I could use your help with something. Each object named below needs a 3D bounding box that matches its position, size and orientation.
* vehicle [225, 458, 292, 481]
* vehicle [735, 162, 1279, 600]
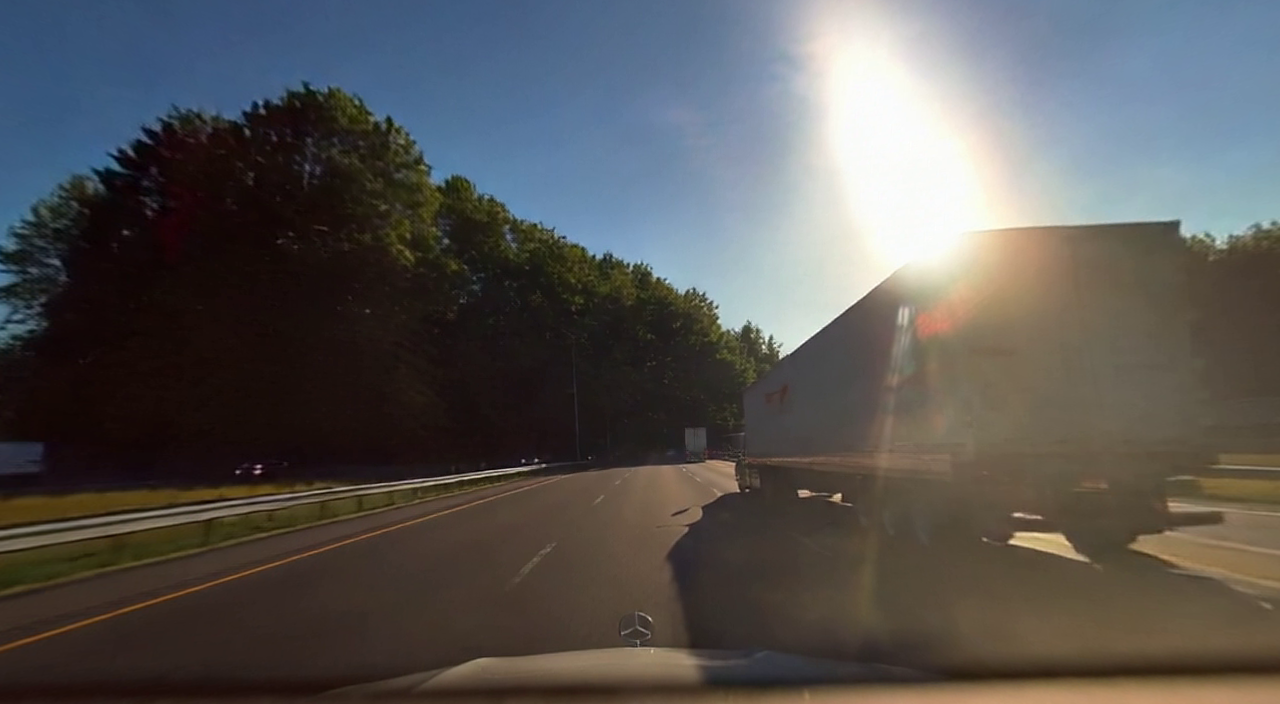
[{"bbox_3d":[-26.476,8.137,43.877,1.793,1.433,4.368,0,-9,2],"label":"vehicle"},{"bbox_3d":[4.406,1.245,12.644,2.859,3.984,14.045,0,-9,0],"label":"vehicle"}]
